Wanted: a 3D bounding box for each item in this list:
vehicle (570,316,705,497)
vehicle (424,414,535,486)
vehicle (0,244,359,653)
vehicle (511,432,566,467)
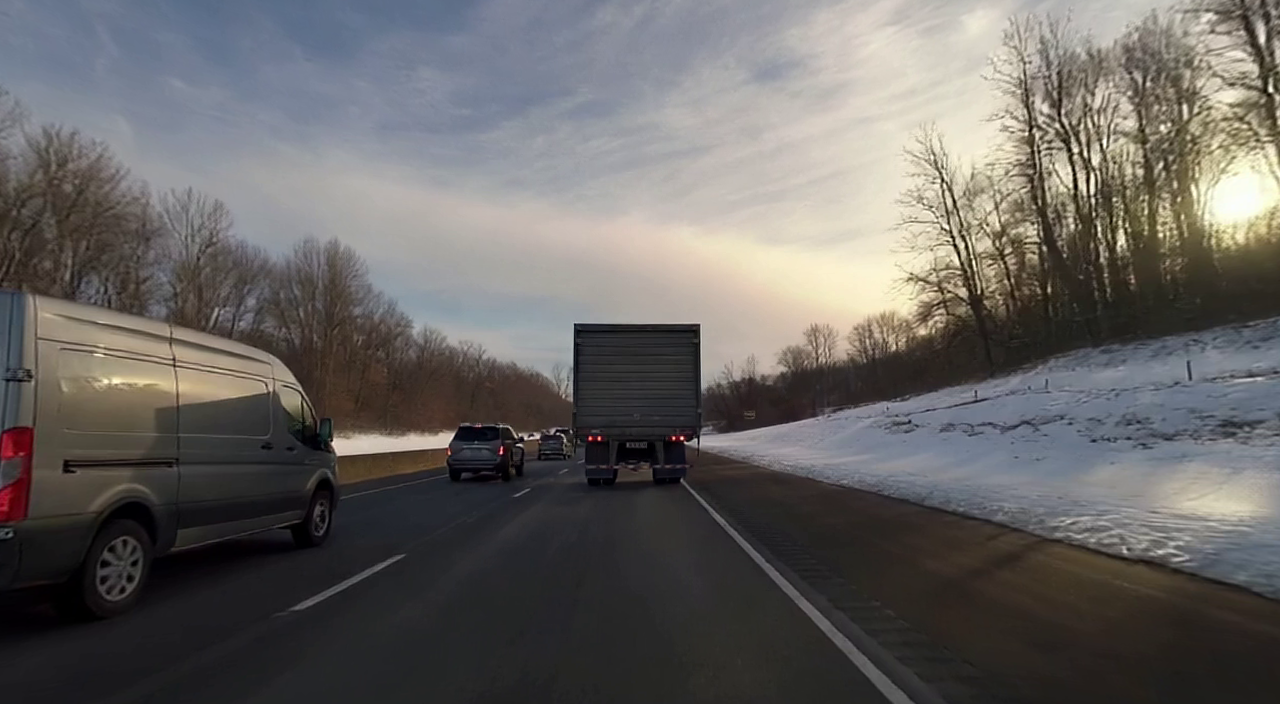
[{"bbox_3d":[-0.179,1.854,19.047,2.953,4.041,10.072,0,-8,-1],"label":"vehicle"},{"bbox_3d":[-4.848,3.047,19.897,2.168,1.985,4.952,0,-8,0],"label":"vehicle"},{"bbox_3d":[-5.222,0.895,6.087,2.478,2.515,5.438,0,-8,0],"label":"vehicle"},{"bbox_3d":[-4.837,4.698,30.493,1.931,1.539,4.441,0,-8,0],"label":"vehicle"}]
